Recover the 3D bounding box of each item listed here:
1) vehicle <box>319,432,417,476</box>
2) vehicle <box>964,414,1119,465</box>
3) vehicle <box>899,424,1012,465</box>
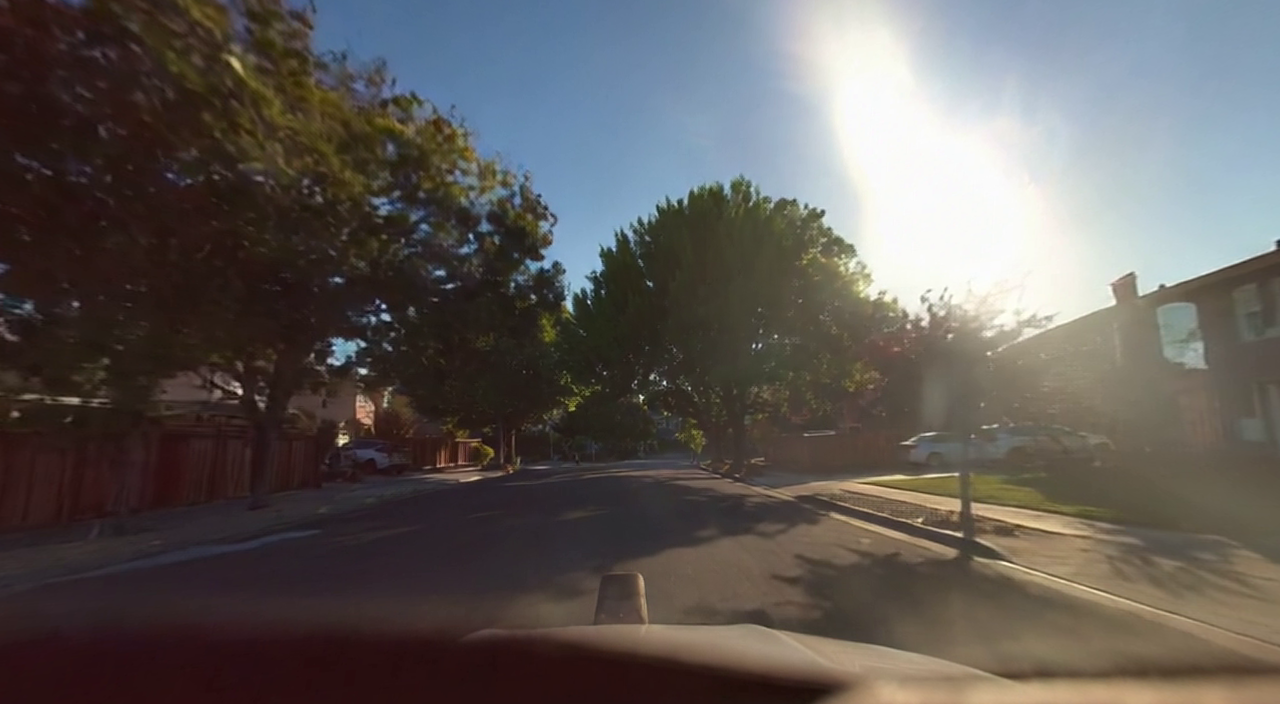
[{"bbox_3d":[-12.597,4.668,29.157,4.656,1.835,2.039,-6,-11,37],"label":"vehicle"},{"bbox_3d":[14.345,3.183,22.880,4.261,1.725,1.955,-2,-9,17],"label":"vehicle"},{"bbox_3d":[13.043,3.859,26.379,3.780,1.601,2.025,-2,-9,13],"label":"vehicle"}]
